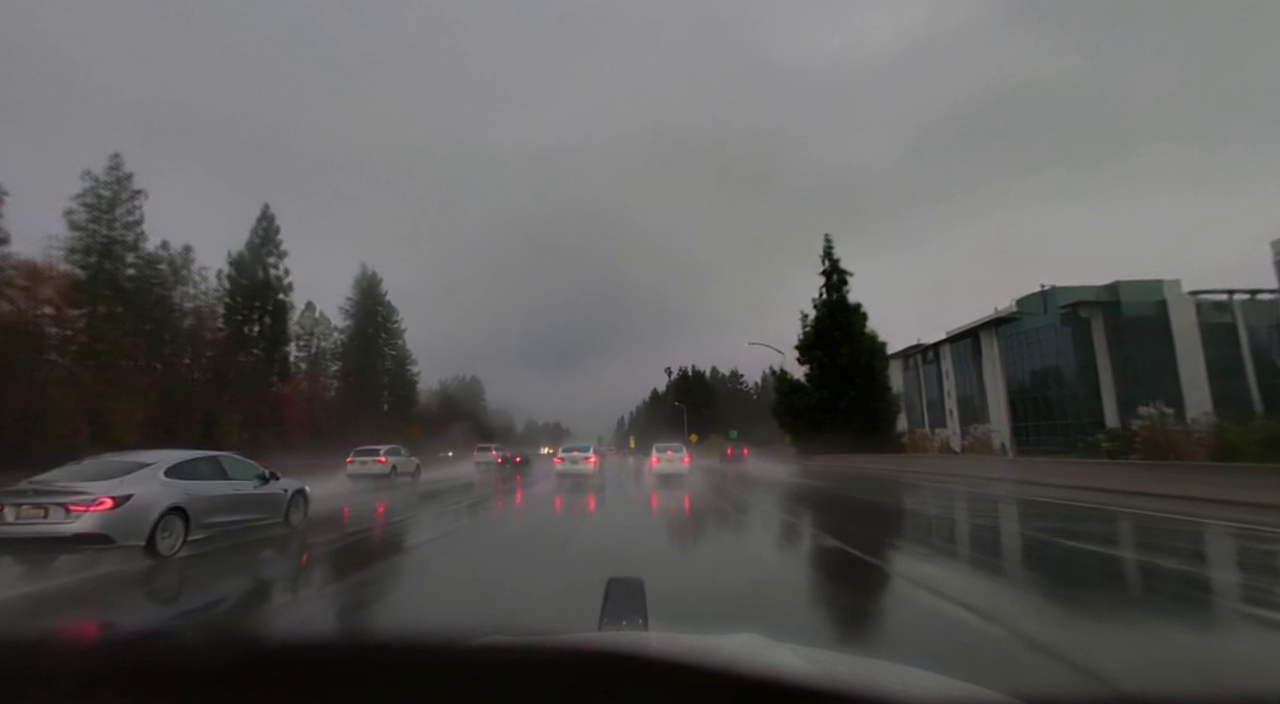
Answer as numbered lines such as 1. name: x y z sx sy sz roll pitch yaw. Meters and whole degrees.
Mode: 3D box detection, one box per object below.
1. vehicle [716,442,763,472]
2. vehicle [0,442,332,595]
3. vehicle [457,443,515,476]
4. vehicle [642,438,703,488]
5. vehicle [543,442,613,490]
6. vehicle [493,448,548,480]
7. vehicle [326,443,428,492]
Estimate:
1. vehicle: 6.152 6.563 39.588 2.071 1.754 4.484 0 -8 -2
2. vehicle: -6.470 1.985 8.559 2.116 1.473 4.644 -1 -8 2
3. vehicle: -9.540 6.672 39.504 2.187 1.851 5.085 -1 -8 2
4. vehicle: 1.156 4.162 24.065 2.114 1.715 4.136 -1 -8 1
5. vehicle: -2.229 4.256 23.963 2.102 1.624 4.257 -1 -8 2
6. vehicle: -5.965 5.634 31.894 1.886 1.455 4.148 -1 -8 1
7. vehicle: -10.005 4.399 24.445 1.947 1.683 4.331 -1 -8 2
